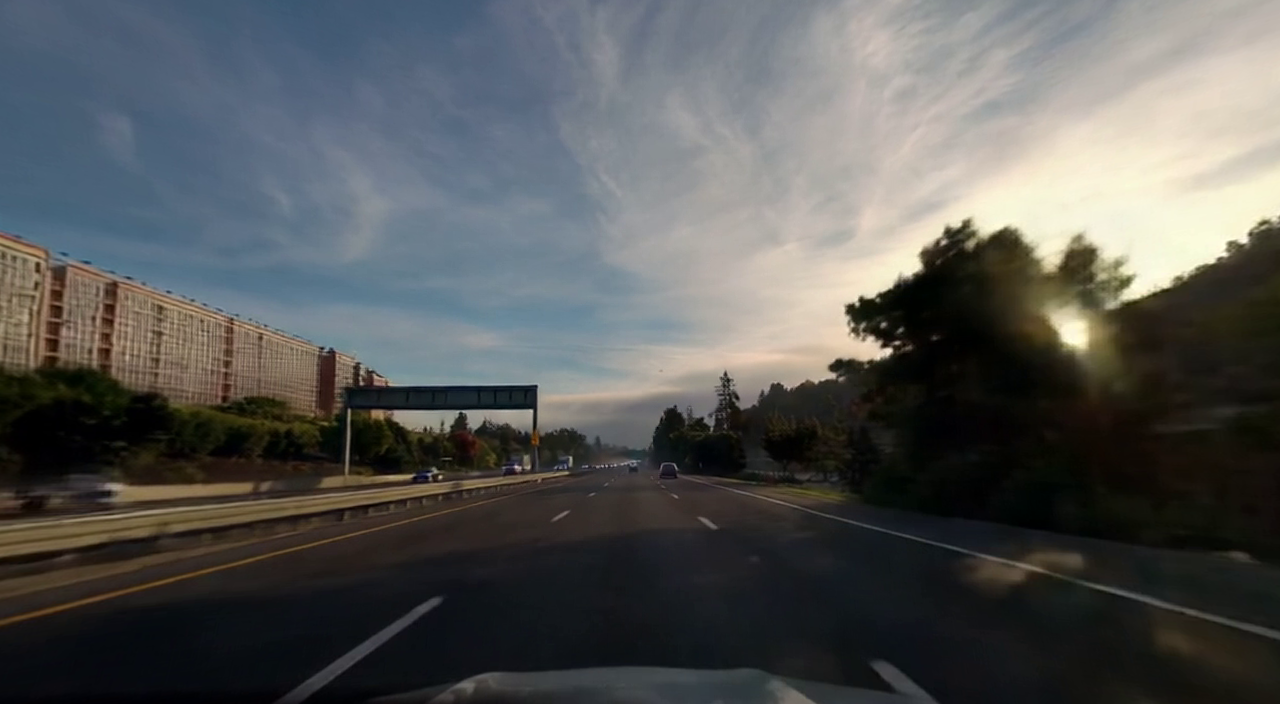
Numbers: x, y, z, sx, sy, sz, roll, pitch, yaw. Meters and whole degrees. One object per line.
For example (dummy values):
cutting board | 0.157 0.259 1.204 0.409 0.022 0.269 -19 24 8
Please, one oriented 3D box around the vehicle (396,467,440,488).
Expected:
vehicle | -16.307 9.248 46.450 1.878 1.427 3.636 1 -10 0

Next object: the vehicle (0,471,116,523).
vehicle | -19.994 4.665 20.554 1.849 1.483 4.542 1 -10 0
